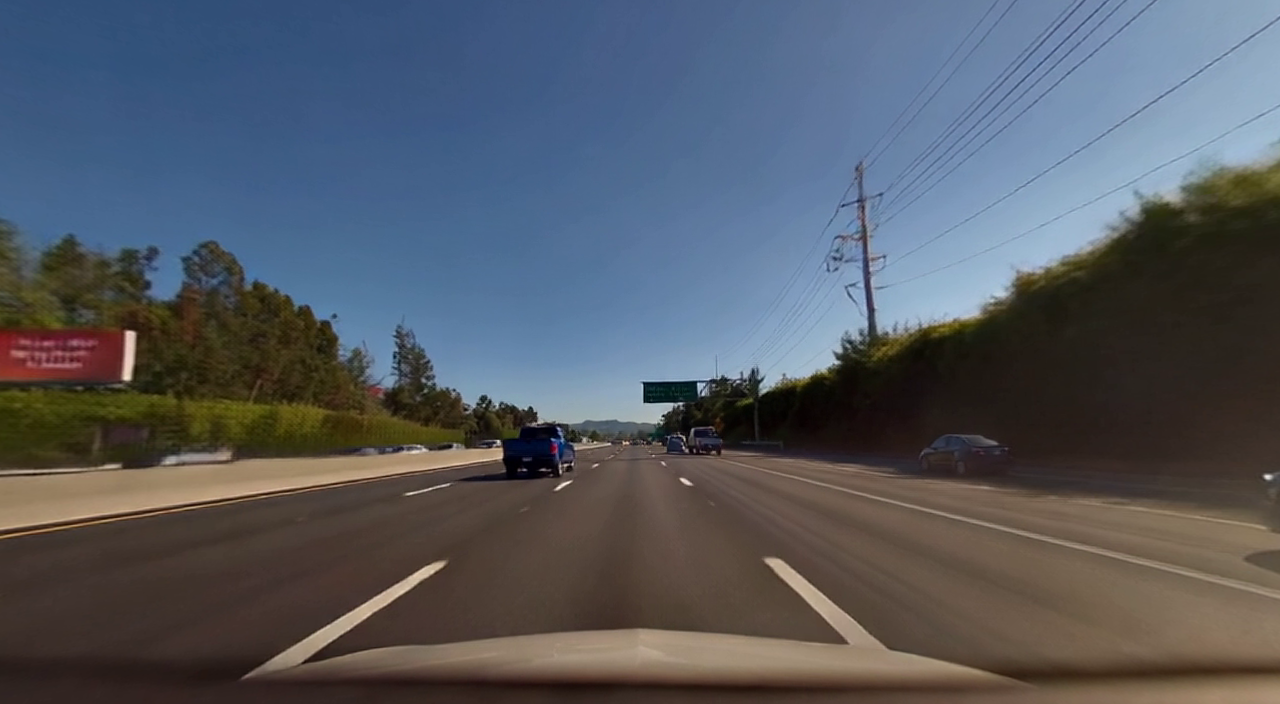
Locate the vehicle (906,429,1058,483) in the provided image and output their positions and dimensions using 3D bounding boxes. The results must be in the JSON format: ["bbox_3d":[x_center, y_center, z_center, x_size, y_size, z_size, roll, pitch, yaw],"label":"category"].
[{"bbox_3d":[10.442,3.213,19.749,2.076,1.470,4.644,0,-8,-1],"label":"vehicle"}]

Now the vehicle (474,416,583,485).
[{"bbox_3d":[-3.587,3.378,21.780,2.508,2.023,6.176,0,-8,1],"label":"vehicle"}]

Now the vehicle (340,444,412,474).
[{"bbox_3d":[-13.919,5.656,33.483,1.839,1.482,4.447,0,-8,1],"label":"vehicle"}]

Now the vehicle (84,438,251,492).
[{"bbox_3d":[-18.144,4.326,24.625,2.278,1.824,5.389,0,-8,1],"label":"vehicle"}]
